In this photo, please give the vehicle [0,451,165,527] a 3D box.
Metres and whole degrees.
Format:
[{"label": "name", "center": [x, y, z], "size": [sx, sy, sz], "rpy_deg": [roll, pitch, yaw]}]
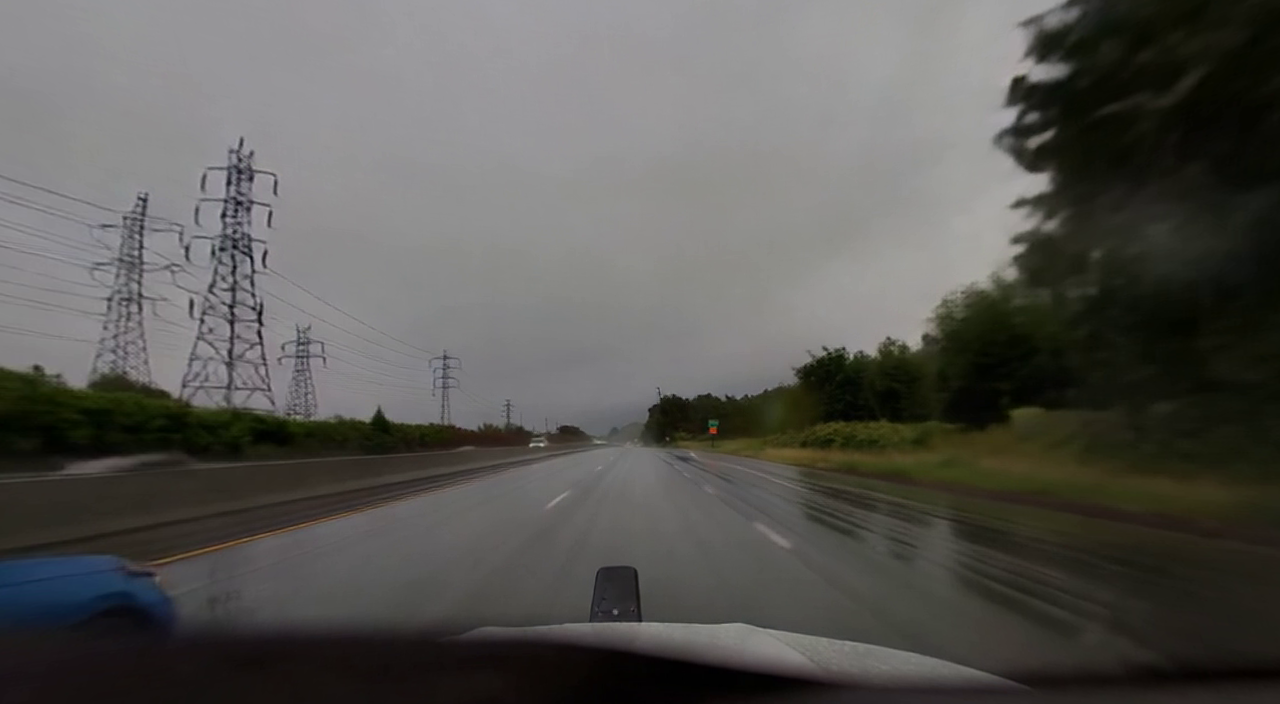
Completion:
[{"label": "vehicle", "center": [-14.190, 3.184, 15.189], "size": [1.953, 1.477, 4.501], "rpy_deg": [0, -8, -1]}]
